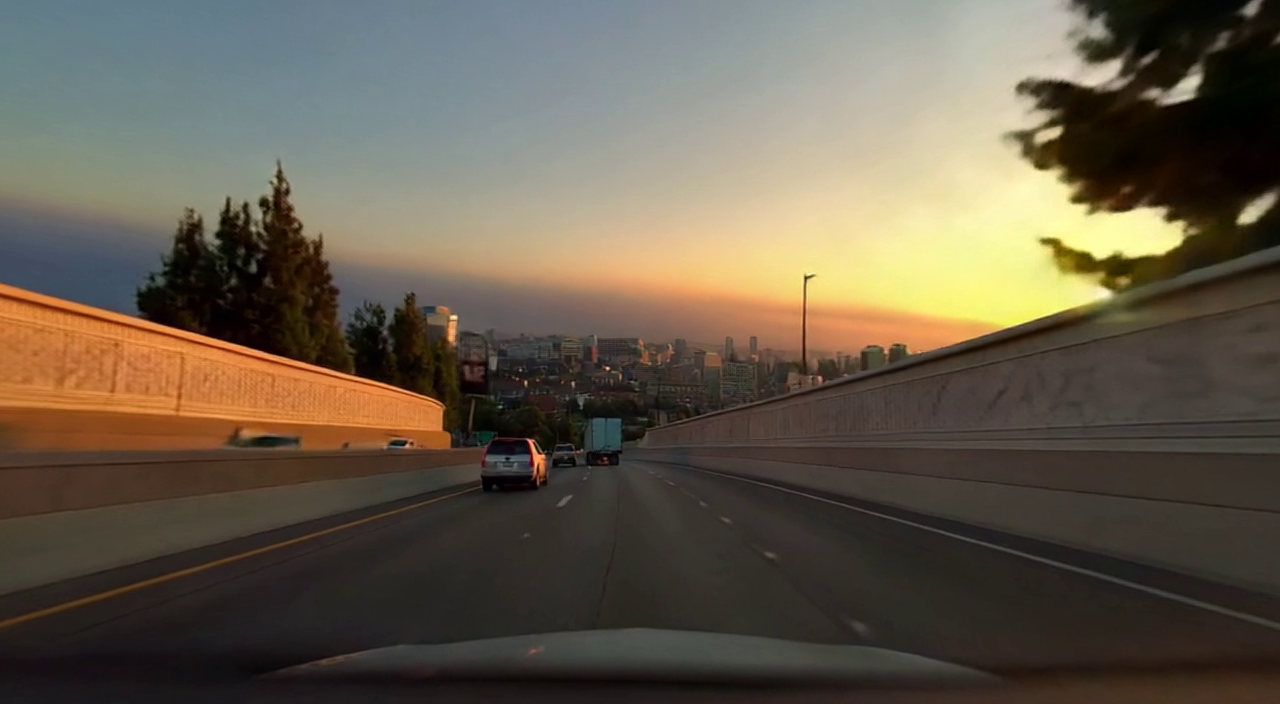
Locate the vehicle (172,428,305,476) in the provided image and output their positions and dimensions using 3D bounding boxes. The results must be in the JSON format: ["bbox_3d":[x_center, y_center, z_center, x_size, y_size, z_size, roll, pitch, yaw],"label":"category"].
[{"bbox_3d":[-13.929,3.527,22.225,1.953,1.501,4.268,0,-9,-2],"label":"vehicle"}]

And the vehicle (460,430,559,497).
[{"bbox_3d":[-3.704,3.254,18.734,2.041,1.734,4.391,0,-9,-1],"label":"vehicle"}]
